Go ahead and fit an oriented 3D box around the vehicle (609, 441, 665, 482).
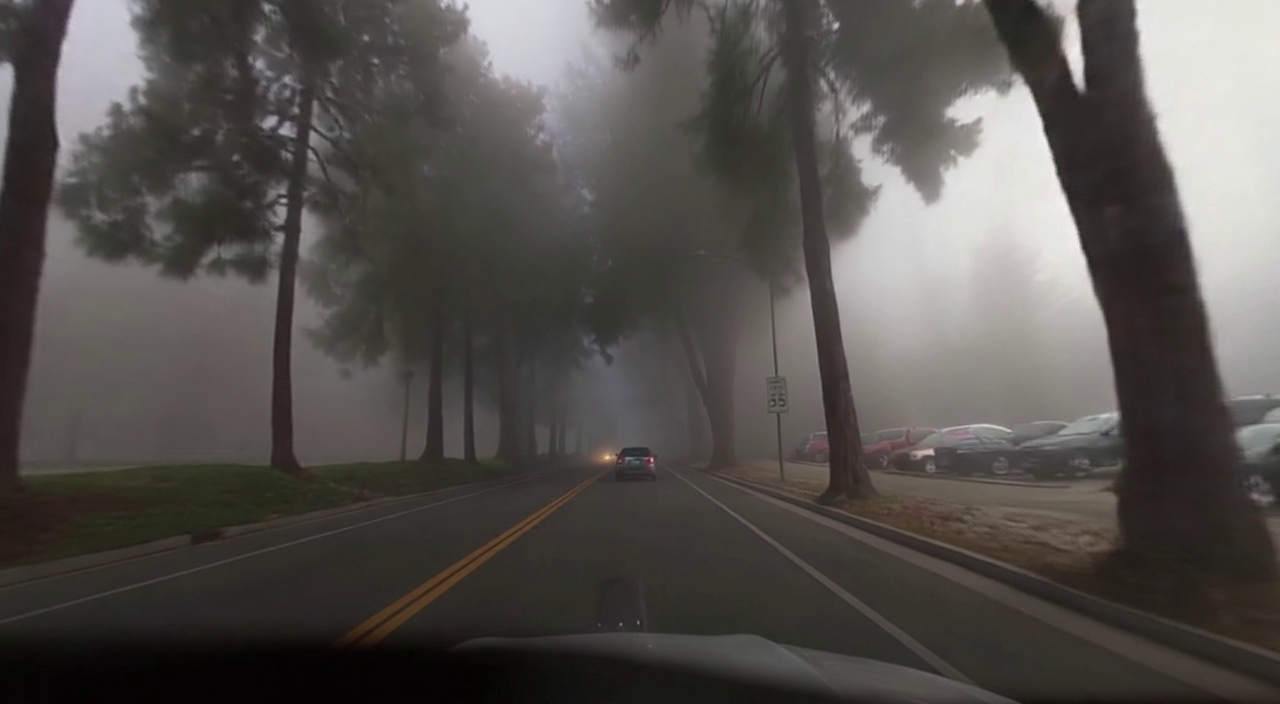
[{"bbox_3d":[-0.092,4.578,26.725,2.152,1.574,4.223,-1,-8,1],"label":"vehicle"}]
